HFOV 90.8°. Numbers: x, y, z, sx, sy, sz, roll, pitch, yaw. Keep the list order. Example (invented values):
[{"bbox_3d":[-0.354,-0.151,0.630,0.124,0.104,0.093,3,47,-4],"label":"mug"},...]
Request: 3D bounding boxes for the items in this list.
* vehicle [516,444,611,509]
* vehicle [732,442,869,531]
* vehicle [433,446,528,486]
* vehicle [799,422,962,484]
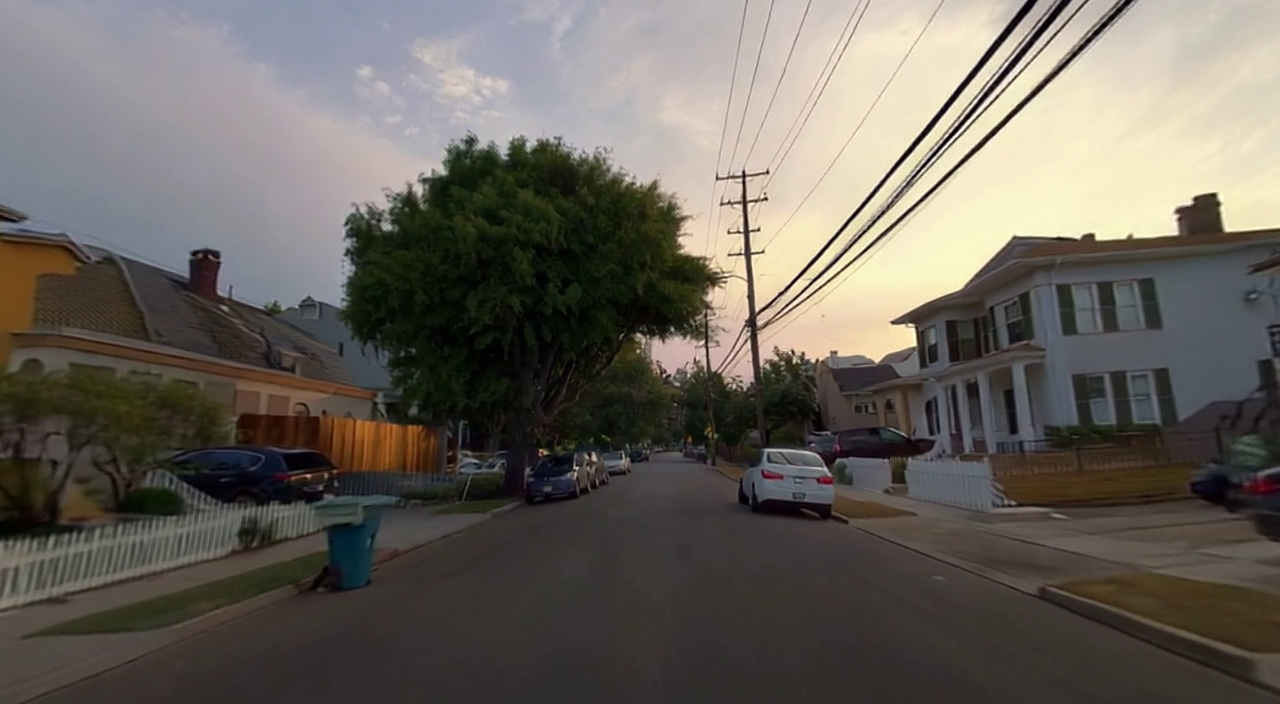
[{"bbox_3d":[-2.439,4.126,21.534,2.204,1.655,4.813,-8,-9,2],"label":"vehicle"},{"bbox_3d":[3.410,2.905,14.440,2.043,1.631,4.613,0,-8,2],"label":"vehicle"},{"bbox_3d":[-7.875,5.639,31.477,4.088,1.779,2.109,0,-7,5],"label":"vehicle"},{"bbox_3d":[8.974,3.806,23.984,5.274,2.170,2.205,0,-8,0],"label":"vehicle"}]
